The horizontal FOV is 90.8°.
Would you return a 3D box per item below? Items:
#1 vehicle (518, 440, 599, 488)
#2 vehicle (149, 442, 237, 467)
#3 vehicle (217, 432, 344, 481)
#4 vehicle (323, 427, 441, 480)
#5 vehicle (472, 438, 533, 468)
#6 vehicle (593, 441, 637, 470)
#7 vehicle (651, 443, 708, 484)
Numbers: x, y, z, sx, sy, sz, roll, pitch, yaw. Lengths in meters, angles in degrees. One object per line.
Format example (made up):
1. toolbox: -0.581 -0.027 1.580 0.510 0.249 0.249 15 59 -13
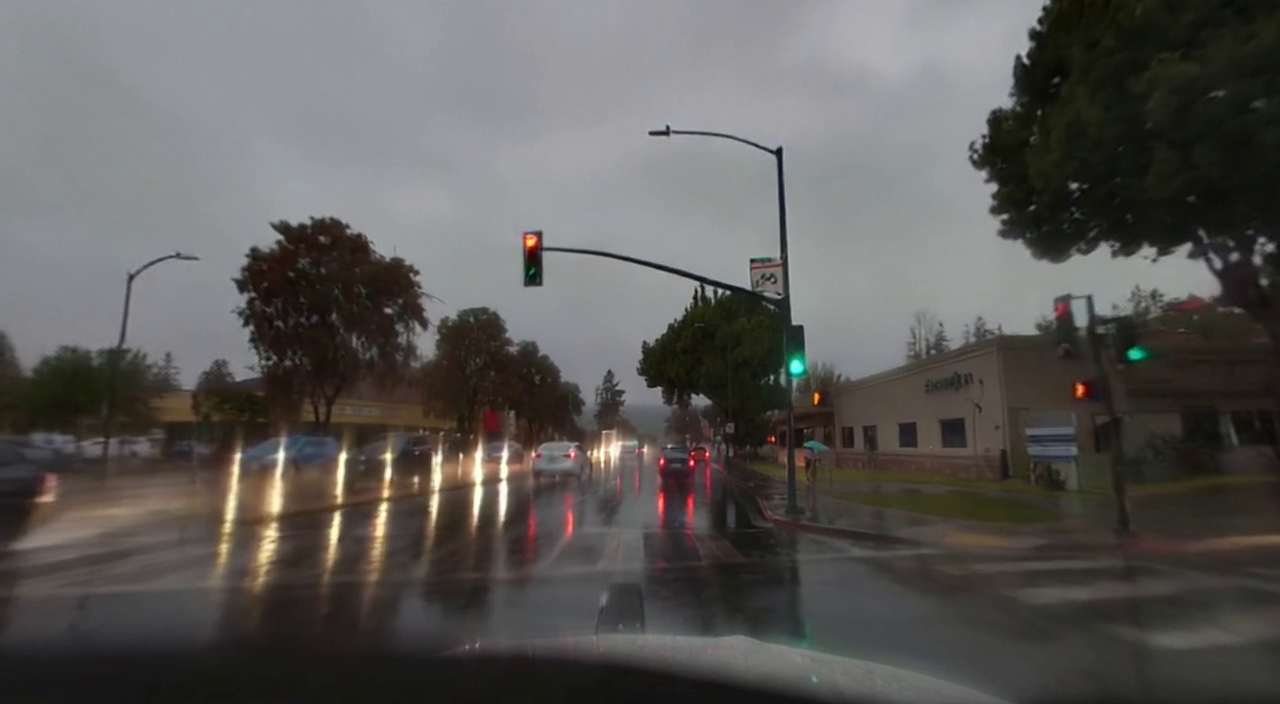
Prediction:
1. vehicle: -2.640 3.738 21.437 1.921 1.477 4.083 -1 -8 4
2. vehicle: -28.195 6.468 40.089 1.939 1.483 4.657 -1 -8 4
3. vehicle: -13.727 4.015 24.523 1.961 1.731 4.450 -1 -8 6
4. vehicle: -10.055 4.013 25.172 2.221 1.856 4.847 -1 -8 6
5. vehicle: -8.213 6.069 38.238 2.175 1.684 4.475 -1 -9 8
6. vehicle: -1.354 5.874 35.957 1.887 1.517 4.254 -1 -8 6
7. vehicle: 1.570 4.427 25.397 2.085 1.475 3.976 -1 -8 3
